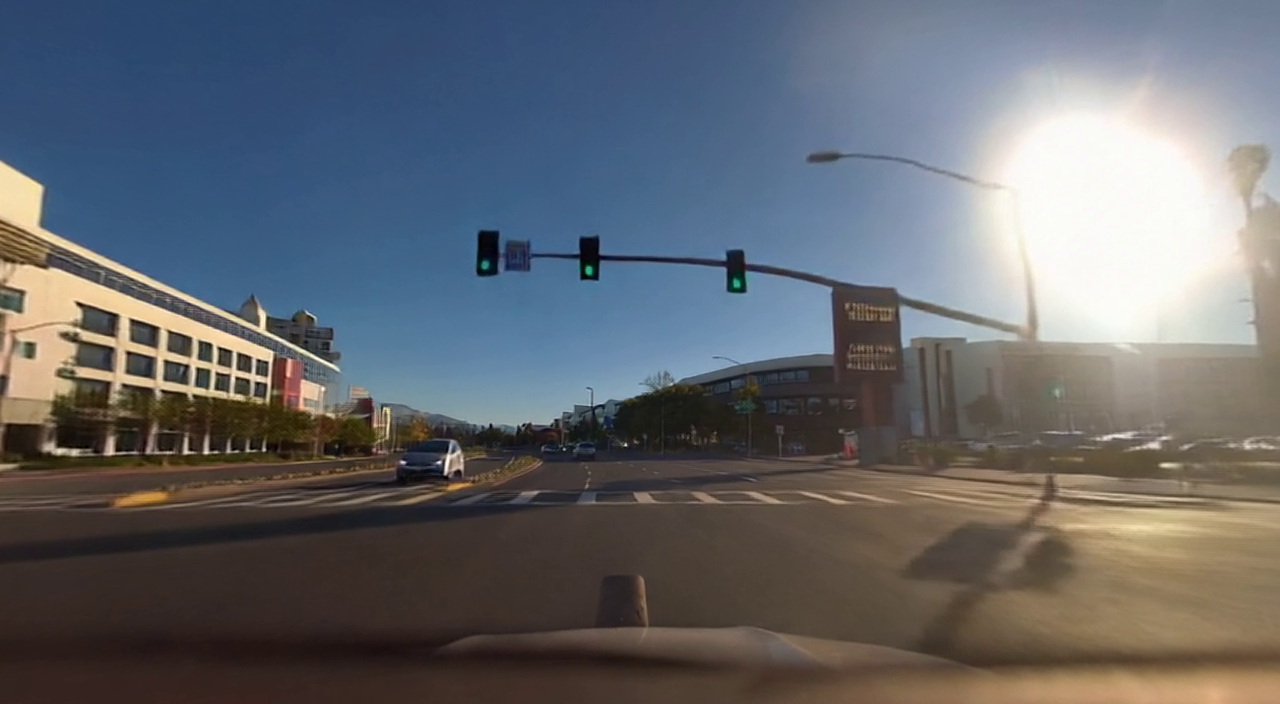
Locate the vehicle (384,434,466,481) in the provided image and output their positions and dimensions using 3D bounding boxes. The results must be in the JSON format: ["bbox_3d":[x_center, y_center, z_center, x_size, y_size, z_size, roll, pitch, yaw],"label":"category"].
[{"bbox_3d":[-9.095,4.498,27.209,2.175,1.795,4.640,0,-9,-4],"label":"vehicle"}]
